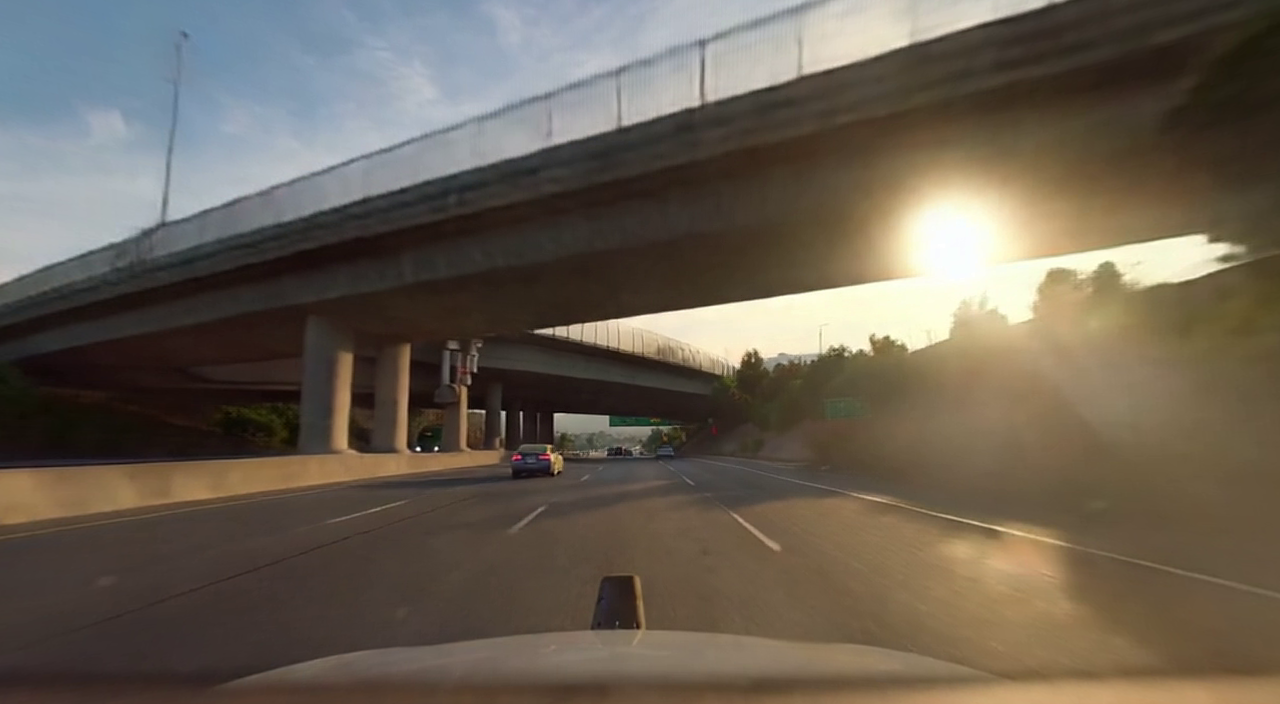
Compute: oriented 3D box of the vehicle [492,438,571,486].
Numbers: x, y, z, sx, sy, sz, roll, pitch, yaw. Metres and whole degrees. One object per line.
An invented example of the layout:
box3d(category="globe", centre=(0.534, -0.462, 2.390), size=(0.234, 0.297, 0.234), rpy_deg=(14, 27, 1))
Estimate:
box3d(category="vehicle", centre=(-3.748, 3.881, 22.611), size=(2.037, 1.514, 4.335), rpy_deg=(0, -8, 0))
